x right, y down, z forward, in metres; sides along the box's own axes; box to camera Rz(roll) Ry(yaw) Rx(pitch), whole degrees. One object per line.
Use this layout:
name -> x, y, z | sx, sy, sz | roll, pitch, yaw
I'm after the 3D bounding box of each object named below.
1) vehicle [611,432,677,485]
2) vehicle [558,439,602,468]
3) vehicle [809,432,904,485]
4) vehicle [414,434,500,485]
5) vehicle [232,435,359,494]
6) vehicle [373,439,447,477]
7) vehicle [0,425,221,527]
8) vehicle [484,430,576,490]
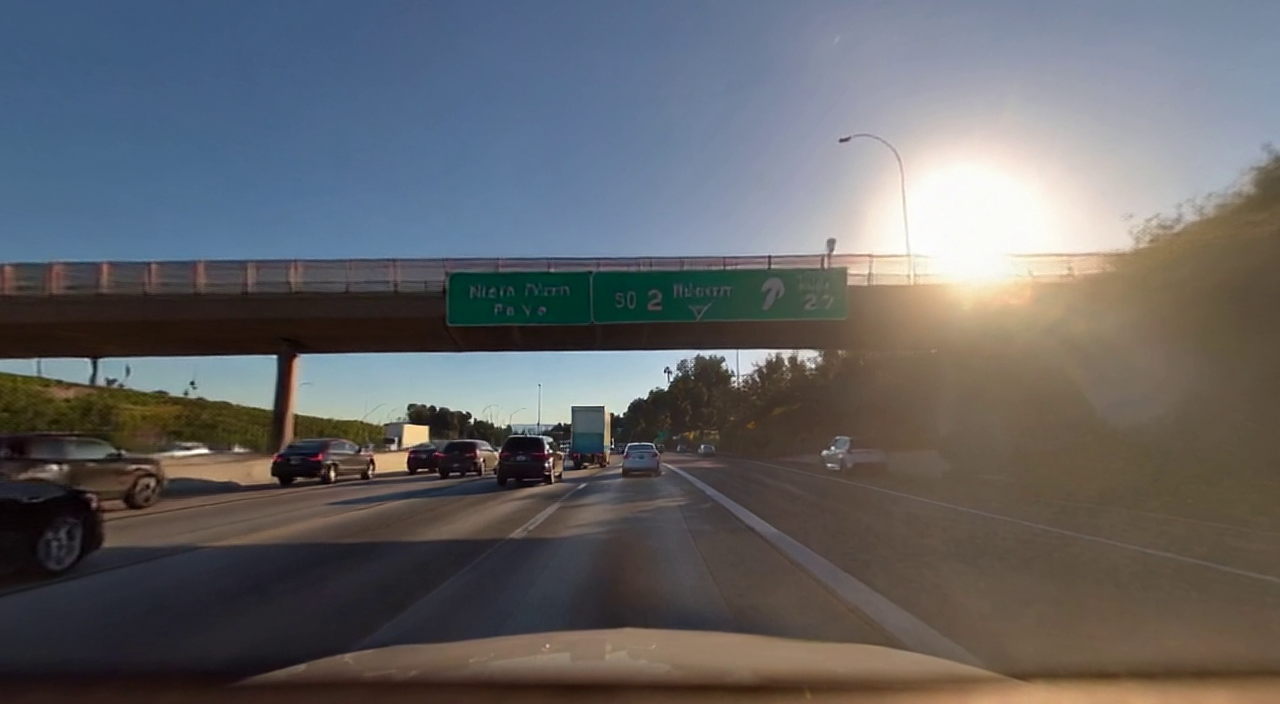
vehicle -> 0.153, 3.824, 22.868 | 2.180, 1.716, 3.920 | 0, -8, 1
vehicle -> -3.656, 6.281, 39.167 | 2.243, 1.683, 4.178 | 0, -8, 1
vehicle -> 7.729, 3.838, 23.038 | 2.026, 1.718, 4.522 | -1, -8, 3
vehicle -> -6.938, 4.093, 24.379 | 1.998, 1.770, 4.222 | 0, -8, 1
vehicle -> -10.962, 3.591, 20.447 | 1.863, 1.696, 3.885 | 0, -8, 1
vehicle -> -10.812, 5.008, 30.005 | 1.894, 1.669, 4.251 | 0, -8, 0
vehicle -> -11.214, 2.478, 13.171 | 1.871, 1.747, 4.342 | 0, -8, 0
vehicle -> -3.563, 3.594, 21.385 | 2.125, 1.792, 4.466 | 0, -8, 2
